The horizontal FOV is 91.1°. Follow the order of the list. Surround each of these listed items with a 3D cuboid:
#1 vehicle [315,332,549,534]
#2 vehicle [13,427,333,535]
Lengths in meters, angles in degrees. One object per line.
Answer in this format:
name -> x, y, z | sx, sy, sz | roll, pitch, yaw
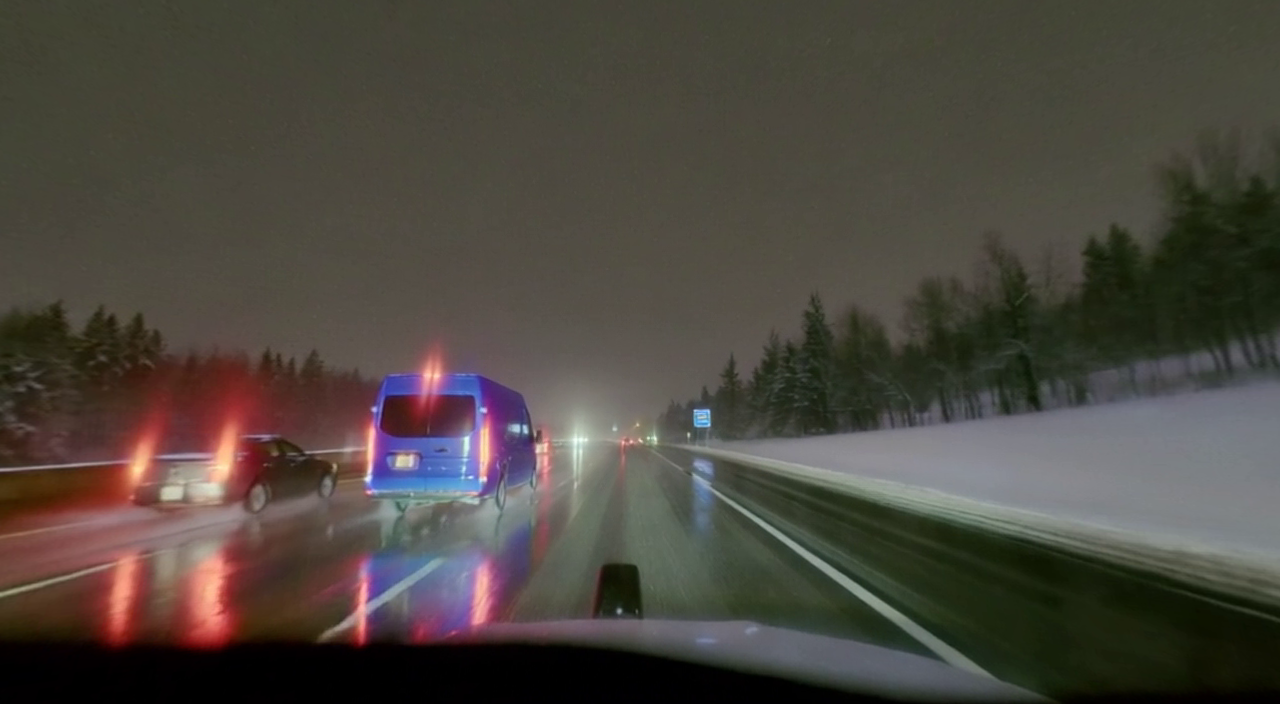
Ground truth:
vehicle -> -3.379, 1.587, 12.394 | 2.428, 2.782, 7.330 | 0, -8, -3
vehicle -> -7.572, 2.088, 11.054 | 1.994, 1.466, 4.837 | 0, -8, -1
